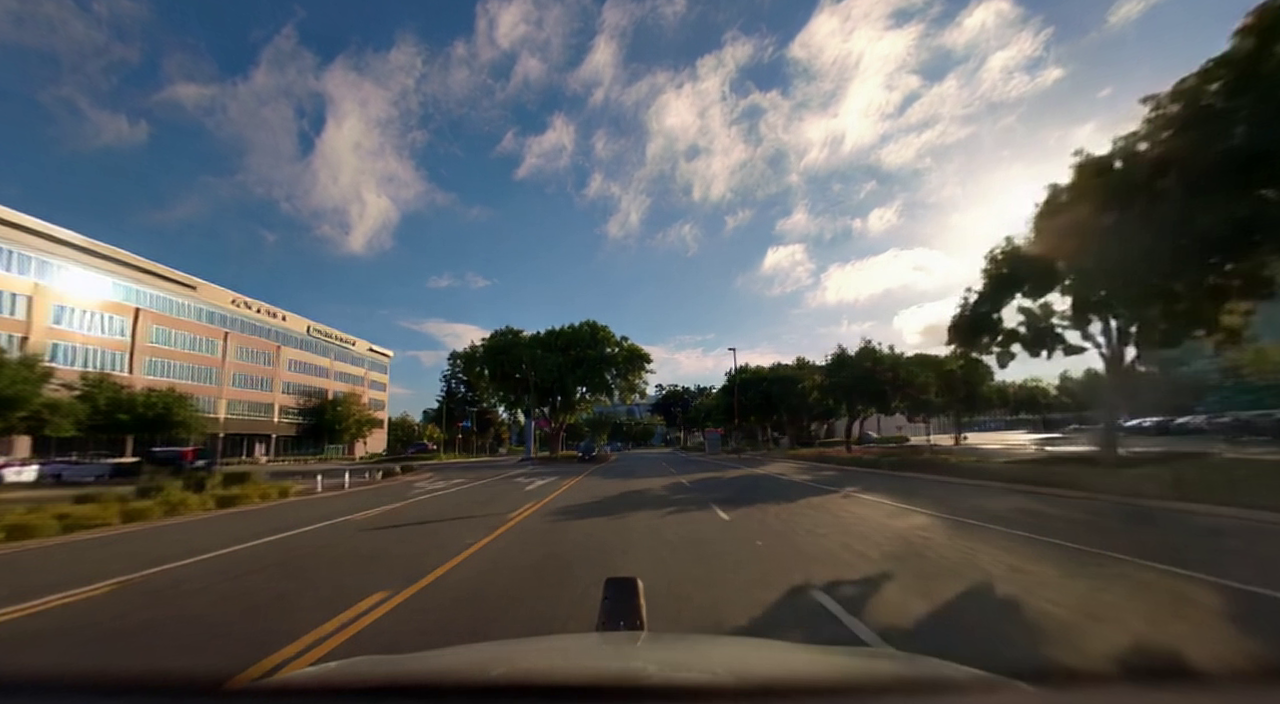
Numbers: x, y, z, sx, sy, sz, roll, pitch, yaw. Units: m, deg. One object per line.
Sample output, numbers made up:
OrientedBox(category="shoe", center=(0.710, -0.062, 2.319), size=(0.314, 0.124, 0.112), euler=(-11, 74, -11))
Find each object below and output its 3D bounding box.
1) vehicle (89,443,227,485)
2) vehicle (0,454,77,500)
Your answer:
OrientedBox(category="vehicle", center=(-29.657, 6.965, 39.080), size=(6.271, 2.087, 2.748), euler=(-3, -12, 1))
OrientedBox(category="vehicle", center=(-31.583, 6.183, 31.601), size=(2.489, 2.000, 5.729), euler=(1, -8, -12))
